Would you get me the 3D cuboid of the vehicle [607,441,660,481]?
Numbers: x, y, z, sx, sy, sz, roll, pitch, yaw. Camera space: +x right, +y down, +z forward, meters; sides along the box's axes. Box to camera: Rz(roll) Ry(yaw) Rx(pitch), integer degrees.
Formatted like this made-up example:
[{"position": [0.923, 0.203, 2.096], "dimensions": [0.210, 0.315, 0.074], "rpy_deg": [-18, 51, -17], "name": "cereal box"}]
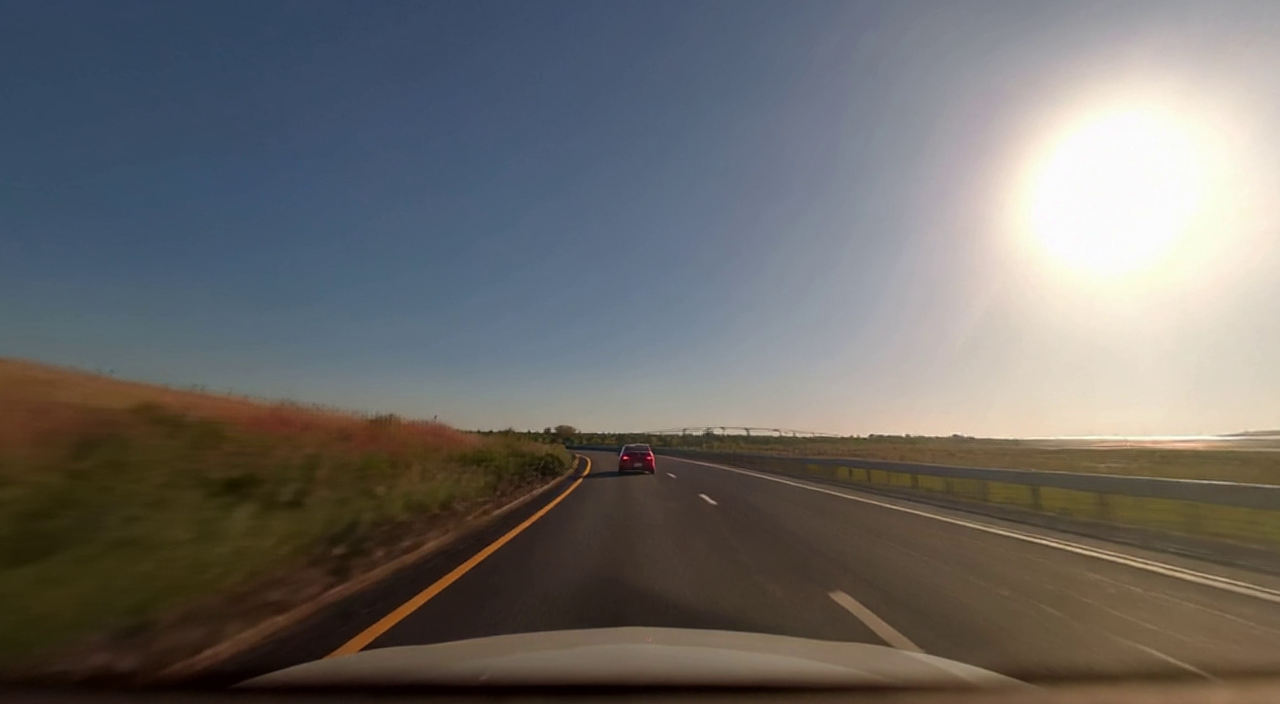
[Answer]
[{"position": [-0.343, 4.445, 26.017], "dimensions": [2.029, 1.474, 4.183], "rpy_deg": [0, -9, -2], "name": "vehicle"}]
